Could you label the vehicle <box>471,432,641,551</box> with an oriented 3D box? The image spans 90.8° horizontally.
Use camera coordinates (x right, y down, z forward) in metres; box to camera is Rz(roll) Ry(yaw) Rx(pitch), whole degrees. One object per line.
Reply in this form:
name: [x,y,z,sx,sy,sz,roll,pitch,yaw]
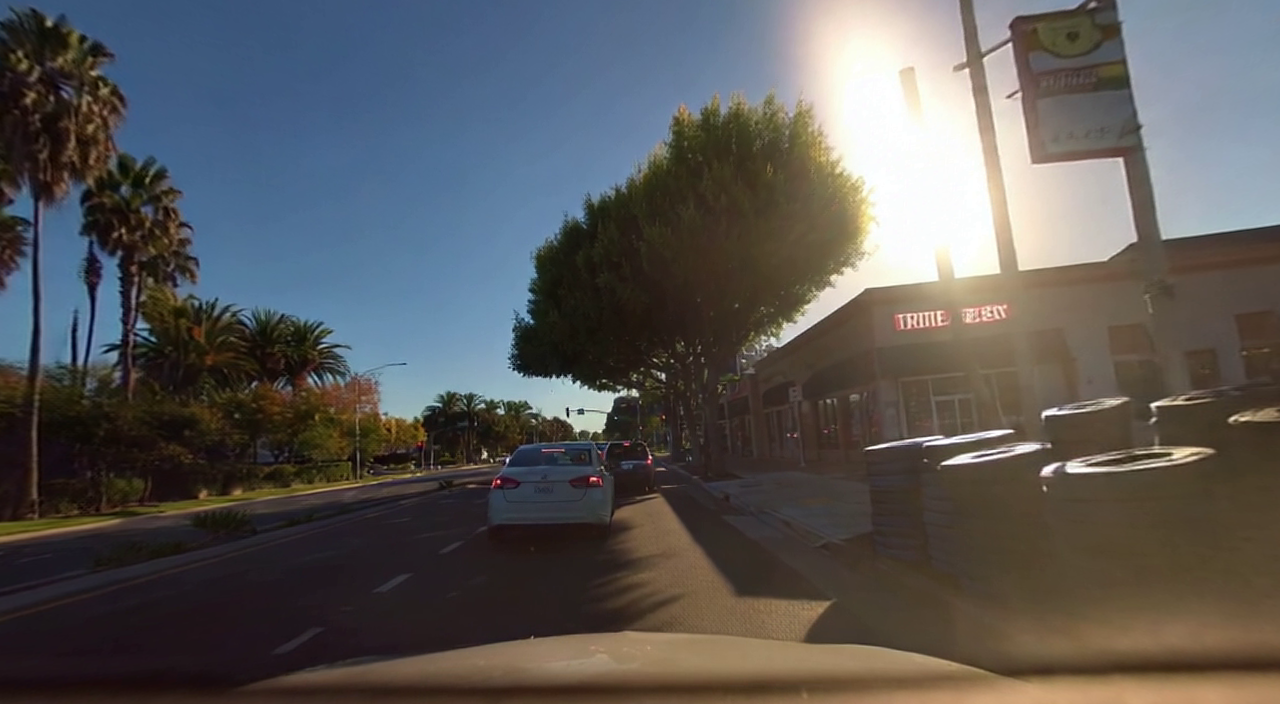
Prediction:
vehicle: [-1.104,2.094,10.174,2.169,1.495,4.048,0,-8,-1]
